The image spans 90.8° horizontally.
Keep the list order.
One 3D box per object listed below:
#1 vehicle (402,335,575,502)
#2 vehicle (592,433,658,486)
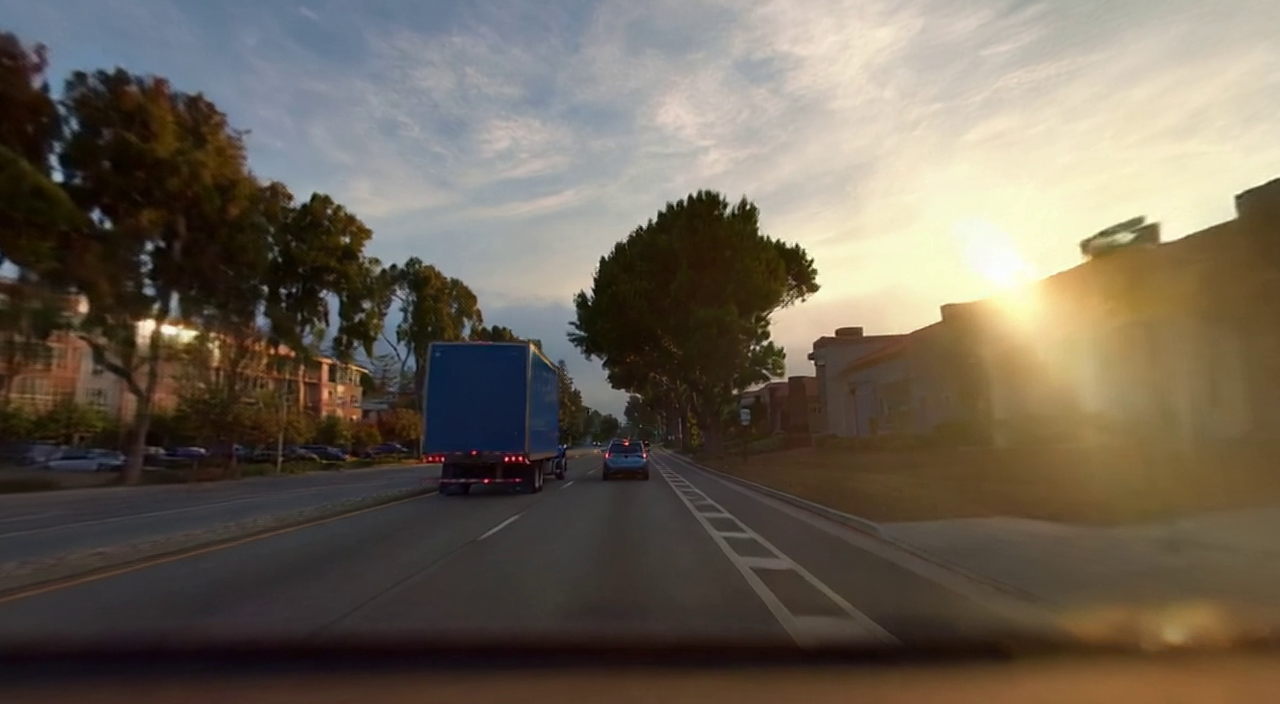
[{"bbox_3d":[-4.056,2.297,19.982,2.996,3.902,10.410,0,-8,-1],"label":"vehicle"},{"bbox_3d":[-0.494,3.704,22.026,2.094,1.682,3.866,0,-8,-1],"label":"vehicle"}]
